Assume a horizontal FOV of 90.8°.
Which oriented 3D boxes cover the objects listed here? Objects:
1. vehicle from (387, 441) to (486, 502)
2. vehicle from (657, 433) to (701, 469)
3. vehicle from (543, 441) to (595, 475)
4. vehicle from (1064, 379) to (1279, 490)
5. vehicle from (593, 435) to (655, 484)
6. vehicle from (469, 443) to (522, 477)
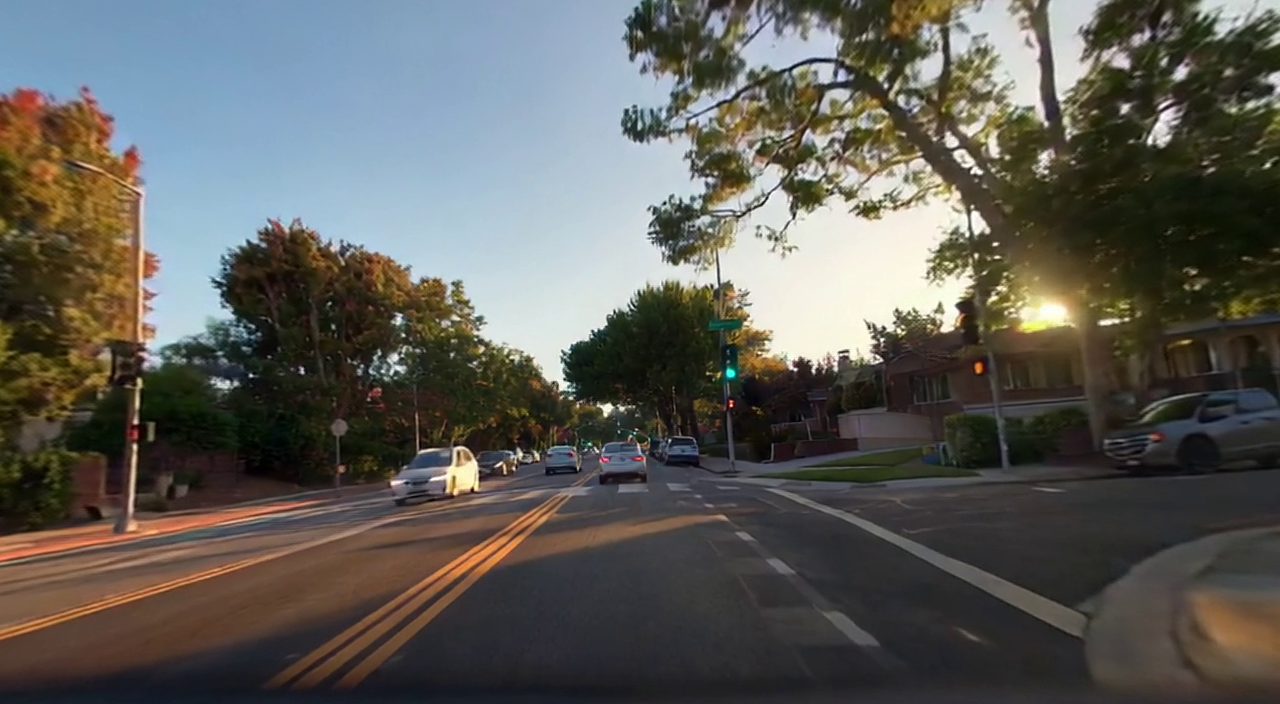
[{"bbox_3d":[-6.627,3.886,21.090,1.958,1.706,4.281,-3,-8,-1],"label":"vehicle"},{"bbox_3d":[2.172,5.707,36.592,2.119,1.884,4.567,0,-8,-2],"label":"vehicle"},{"bbox_3d":[-3.388,5.166,31.006,2.117,1.528,4.277,-1,-8,0],"label":"vehicle"},{"bbox_3d":[13.125,1.694,13.497,6.141,2.000,2.552,-3,-9,1],"label":"vehicle"},{"bbox_3d":[-0.596,3.886,23.110,2.041,1.575,4.304,-1,-8,-2],"label":"vehicle"},{"bbox_3d":[-9.522,7.136,42.017,2.105,1.858,4.903,-7,-8,0],"label":"vehicle"}]
